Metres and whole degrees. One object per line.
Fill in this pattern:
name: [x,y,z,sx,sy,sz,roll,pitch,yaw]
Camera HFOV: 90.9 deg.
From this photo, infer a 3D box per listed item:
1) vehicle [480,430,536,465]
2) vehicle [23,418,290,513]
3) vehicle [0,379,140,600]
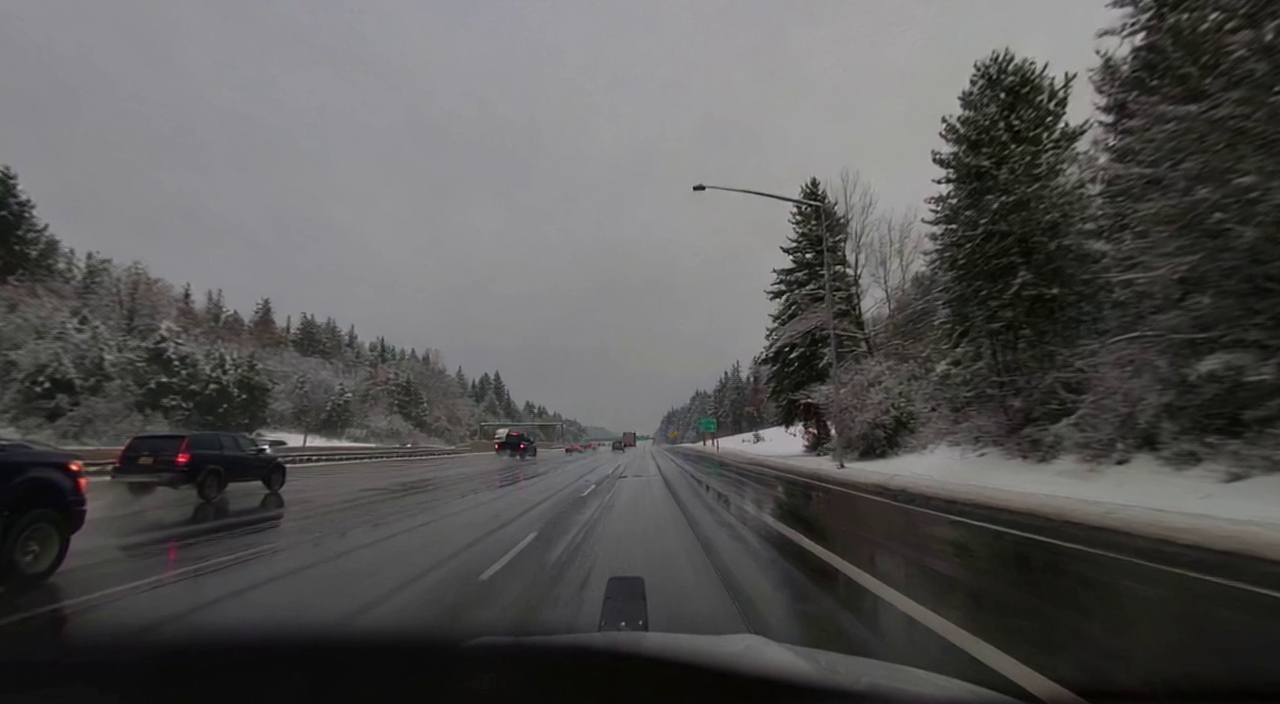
vehicle: [-6.880,5.029,33.313,2.009,1.735,4.358,0,-8,0]
vehicle: [-9.824,2.336,13.440,2.060,1.662,4.469,0,-8,1]
vehicle: [-6.401,0.855,3.307,2.403,1.773,6.276,0,-8,0]
